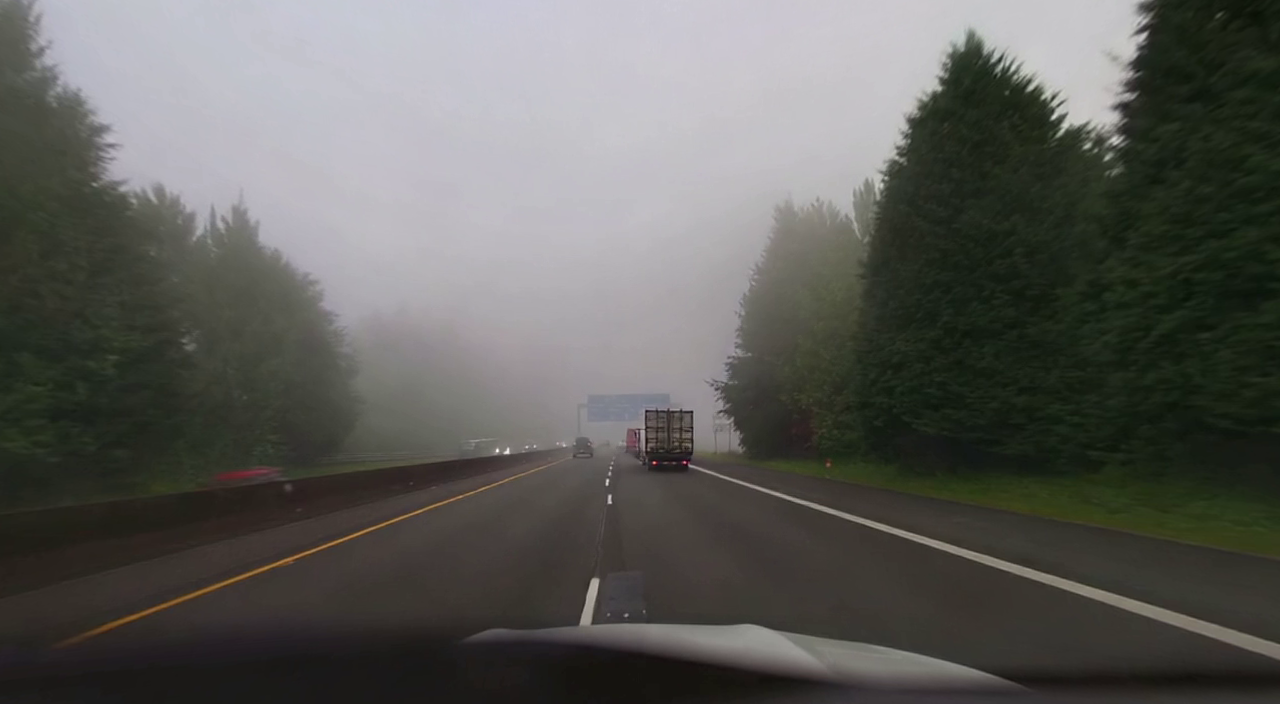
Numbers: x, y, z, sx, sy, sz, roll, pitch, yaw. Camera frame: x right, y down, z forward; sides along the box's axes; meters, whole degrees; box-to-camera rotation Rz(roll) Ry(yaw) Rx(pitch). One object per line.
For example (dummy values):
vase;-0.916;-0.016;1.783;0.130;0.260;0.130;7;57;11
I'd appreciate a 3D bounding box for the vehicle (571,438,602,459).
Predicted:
vehicle;-3.990;7.240;47.382;2.114;1.504;3.924;0;-8;-2

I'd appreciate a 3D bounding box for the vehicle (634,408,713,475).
vehicle;1.217;3.765;26.447;2.677;2.439;6.402;0;-8;-3
